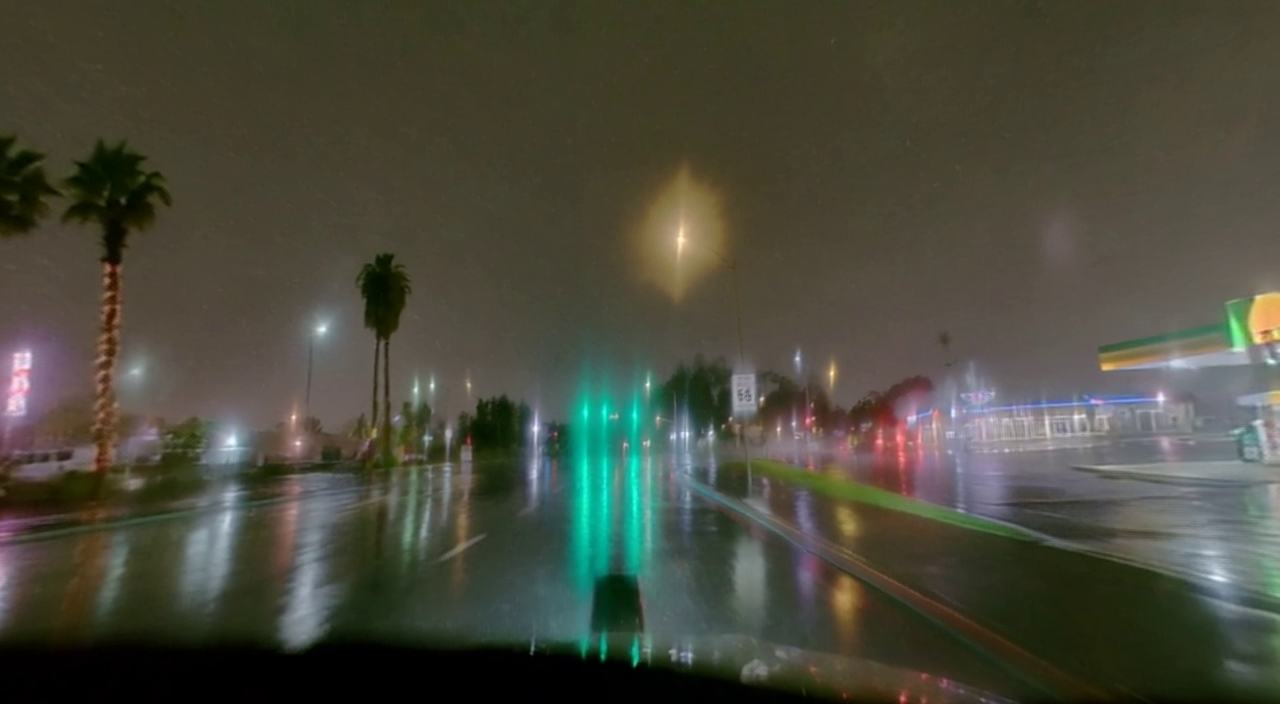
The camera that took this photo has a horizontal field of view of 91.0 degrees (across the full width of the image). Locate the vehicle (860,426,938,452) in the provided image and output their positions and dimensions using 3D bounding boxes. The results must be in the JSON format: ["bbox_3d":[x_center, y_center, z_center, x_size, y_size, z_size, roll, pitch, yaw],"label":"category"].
[{"bbox_3d":[18.490,6.246,45.090,4.640,1.800,2.026,0,-9,-2],"label":"vehicle"}]

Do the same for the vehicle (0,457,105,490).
[{"bbox_3d":[-29.151,5.883,30.693,4.420,1.445,1.954,6,-11,-37],"label":"vehicle"}]
